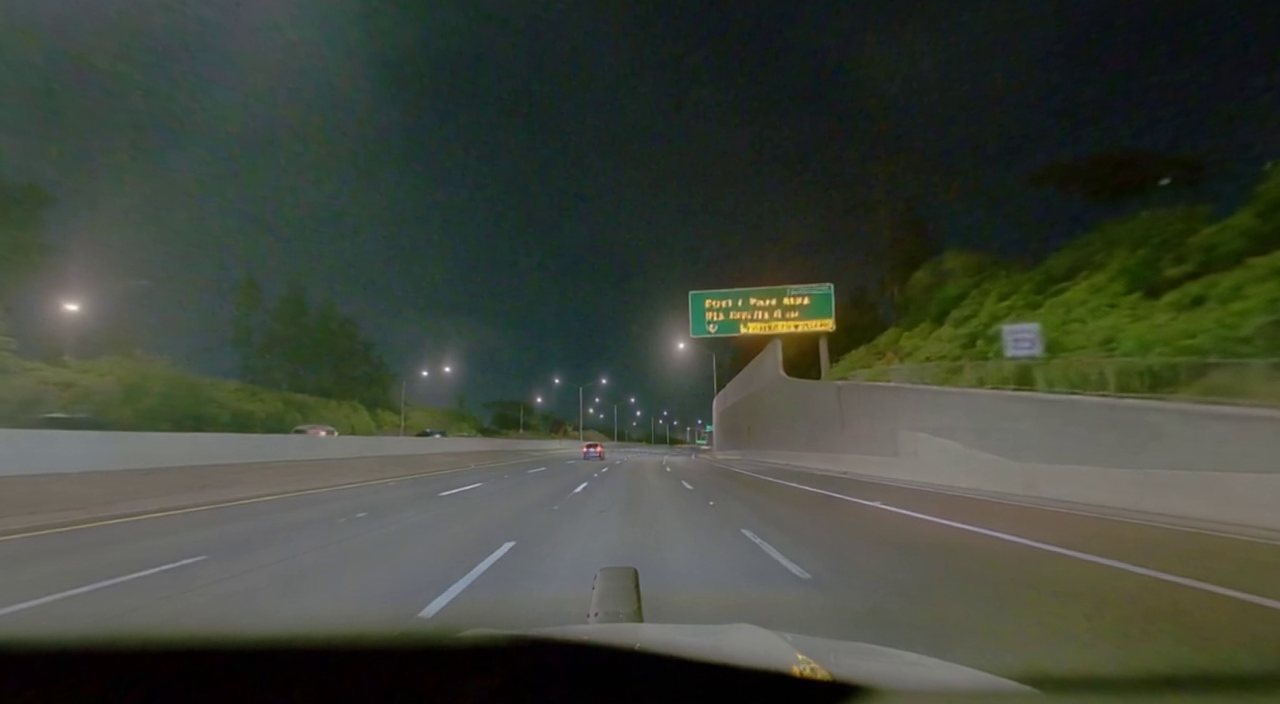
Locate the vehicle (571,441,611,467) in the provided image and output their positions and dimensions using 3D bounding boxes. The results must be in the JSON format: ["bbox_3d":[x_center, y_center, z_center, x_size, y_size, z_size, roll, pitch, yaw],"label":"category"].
[{"bbox_3d":[-3.034,6.445,40.021,2.088,1.565,4.410,0,-8,2],"label":"vehicle"}]

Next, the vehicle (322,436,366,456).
[{"bbox_3d":[-22.190,7.072,47.319,1.576,1.373,3.447,0,-8,2],"label":"vehicle"}]
